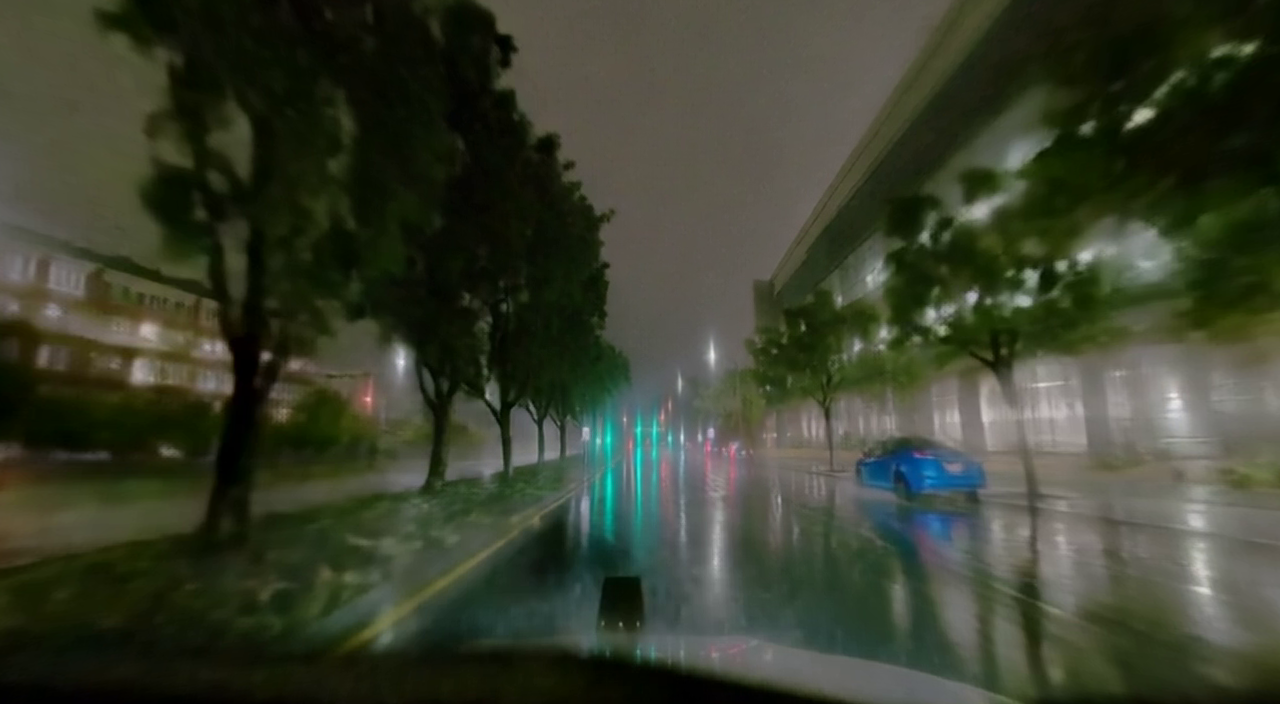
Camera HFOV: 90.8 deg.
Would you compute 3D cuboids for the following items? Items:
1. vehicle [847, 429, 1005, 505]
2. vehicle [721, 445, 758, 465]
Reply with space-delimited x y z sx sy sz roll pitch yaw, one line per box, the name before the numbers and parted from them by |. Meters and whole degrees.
vehicle | 7.858 3.198 18.008 2.167 1.848 4.713 0 -8 -1
vehicle | 7.515 7.865 48.291 1.991 1.446 4.685 0 -8 -1
